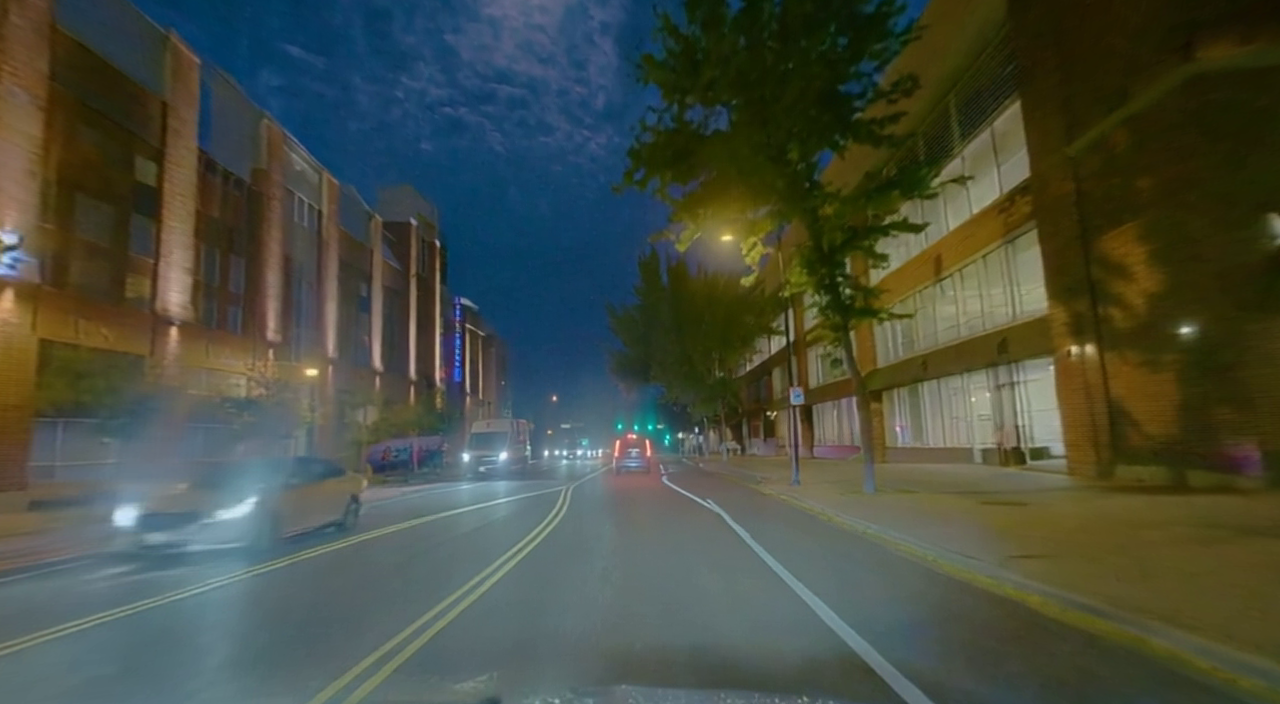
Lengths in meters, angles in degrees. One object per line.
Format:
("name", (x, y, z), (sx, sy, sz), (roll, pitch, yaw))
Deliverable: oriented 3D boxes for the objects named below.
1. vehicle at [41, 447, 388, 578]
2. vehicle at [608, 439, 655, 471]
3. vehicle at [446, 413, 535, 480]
("vehicle", (-5.837, 2.193, 9.570), (2.039, 1.484, 4.391), (-1, -8, 3))
("vehicle", (-0.369, 5.540, 34.092), (2.356, 1.572, 4.810), (0, -8, 1))
("vehicle", (-7.542, 4.905, 32.935), (2.754, 3.065, 7.103), (0, -8, 1))
